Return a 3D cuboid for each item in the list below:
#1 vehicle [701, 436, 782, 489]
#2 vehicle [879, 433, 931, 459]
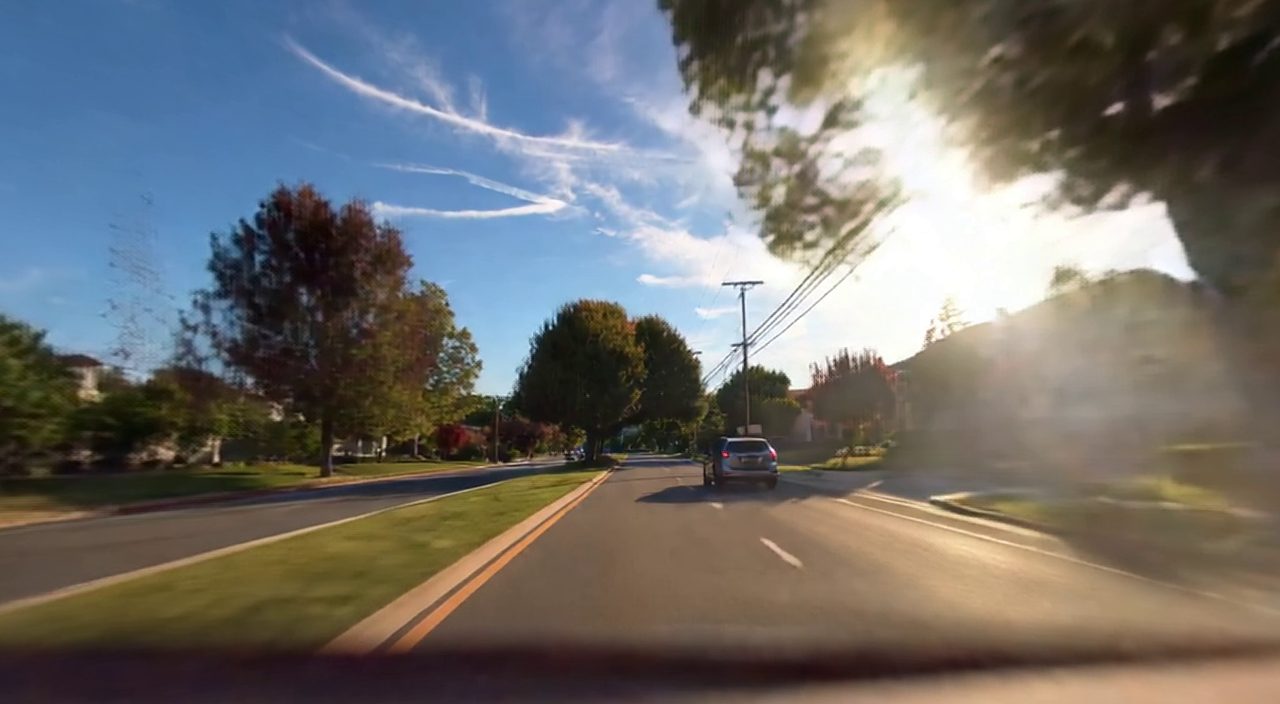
[{"bbox_3d":[3.705,4.159,24.095,2.193,1.777,4.772,0,-9,-1],"label":"vehicle"},{"bbox_3d":[16.184,5.779,38.774,1.674,1.455,3.769,0,-9,2],"label":"vehicle"}]
